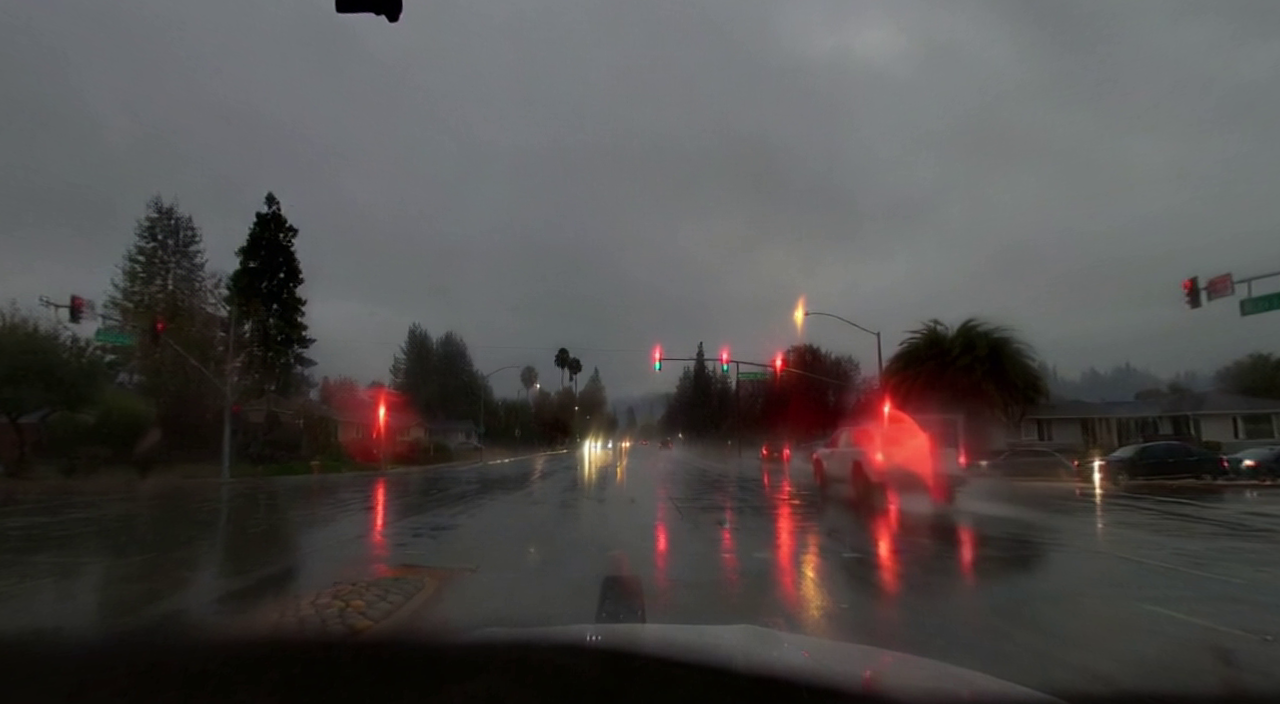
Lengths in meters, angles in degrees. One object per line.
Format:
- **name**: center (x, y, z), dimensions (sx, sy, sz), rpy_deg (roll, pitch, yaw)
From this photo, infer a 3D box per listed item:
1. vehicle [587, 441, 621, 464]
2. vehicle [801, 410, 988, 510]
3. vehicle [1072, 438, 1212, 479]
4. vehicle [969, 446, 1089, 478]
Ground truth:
- **vehicle**: center (-2.357, 6.715, 42.290), dimensions (2.045, 1.484, 3.991), rpy_deg (0, -9, 0)
- **vehicle**: center (5.989, 2.654, 15.933), dimensions (2.273, 2.042, 5.717), rpy_deg (0, -9, -1)
- **vehicle**: center (23.529, 4.988, 29.732), dimensions (4.807, 1.835, 2.033), rpy_deg (0, -9, -1)
- **vehicle**: center (19.767, 5.605, 32.230), dimensions (4.874, 1.544, 1.779), rpy_deg (0, -9, 1)
